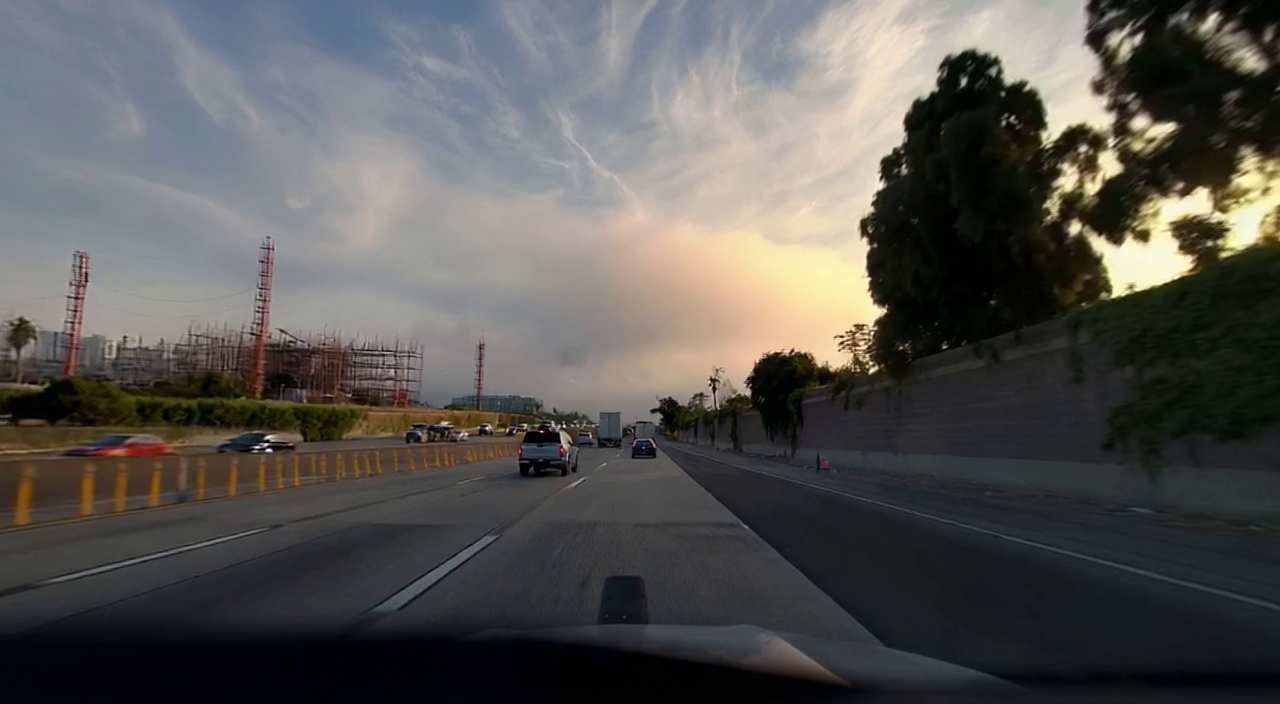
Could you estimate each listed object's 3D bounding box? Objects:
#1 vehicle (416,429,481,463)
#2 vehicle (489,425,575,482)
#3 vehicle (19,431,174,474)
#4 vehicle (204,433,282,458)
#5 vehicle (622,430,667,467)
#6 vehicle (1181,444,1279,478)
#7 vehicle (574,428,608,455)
[{"bbox_3d":[-10.806,5.363,35.995,2.104,1.818,4.721,0,-8,1],"label":"vehicle"},{"bbox_3d":[-3.602,3.487,21.906,2.108,1.740,4.549,0,-8,1],"label":"vehicle"},{"bbox_3d":[-20.988,3.890,24.679,1.970,1.518,4.538,0,-8,1],"label":"vehicle"},{"bbox_3d":[-24.641,5.832,39.374,1.861,1.483,4.467,0,-8,1],"label":"vehicle"},{"bbox_3d":[0.209,4.800,31.516,2.136,1.678,4.052,0,-8,0],"label":"vehicle"},{"bbox_3d":[32.291,5.783,33.800,1.993,1.670,4.439,4,-9,-27],"label":"vehicle"},{"bbox_3d":[-3.779,7.020,49.456,2.203,1.958,4.848,0,-8,1],"label":"vehicle"}]
